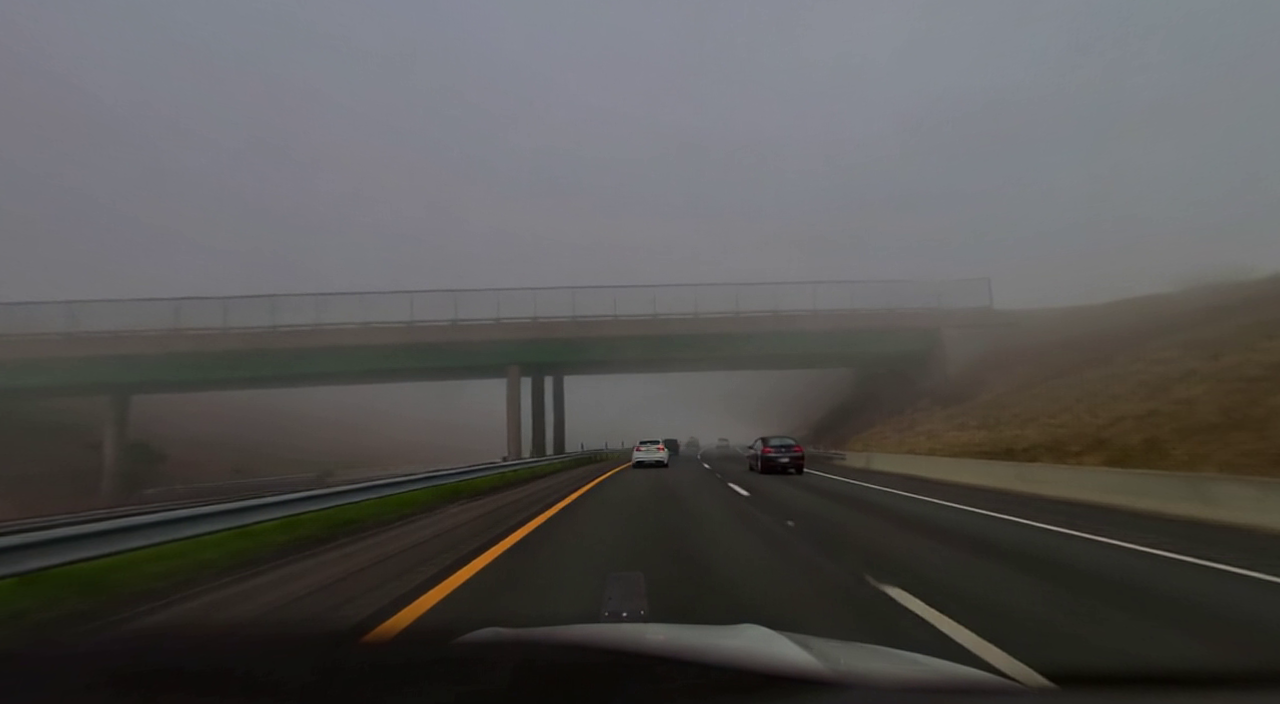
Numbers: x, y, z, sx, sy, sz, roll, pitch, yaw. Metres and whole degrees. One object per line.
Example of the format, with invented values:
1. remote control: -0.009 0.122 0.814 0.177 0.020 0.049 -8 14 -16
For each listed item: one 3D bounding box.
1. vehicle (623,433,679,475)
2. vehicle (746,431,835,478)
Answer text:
1. vehicle: 0.491 3.916 24.375 1.993 1.461 3.812 -1 -8 3
2. vehicle: 5.197 3.603 22.459 2.163 1.489 4.470 0 -8 2
